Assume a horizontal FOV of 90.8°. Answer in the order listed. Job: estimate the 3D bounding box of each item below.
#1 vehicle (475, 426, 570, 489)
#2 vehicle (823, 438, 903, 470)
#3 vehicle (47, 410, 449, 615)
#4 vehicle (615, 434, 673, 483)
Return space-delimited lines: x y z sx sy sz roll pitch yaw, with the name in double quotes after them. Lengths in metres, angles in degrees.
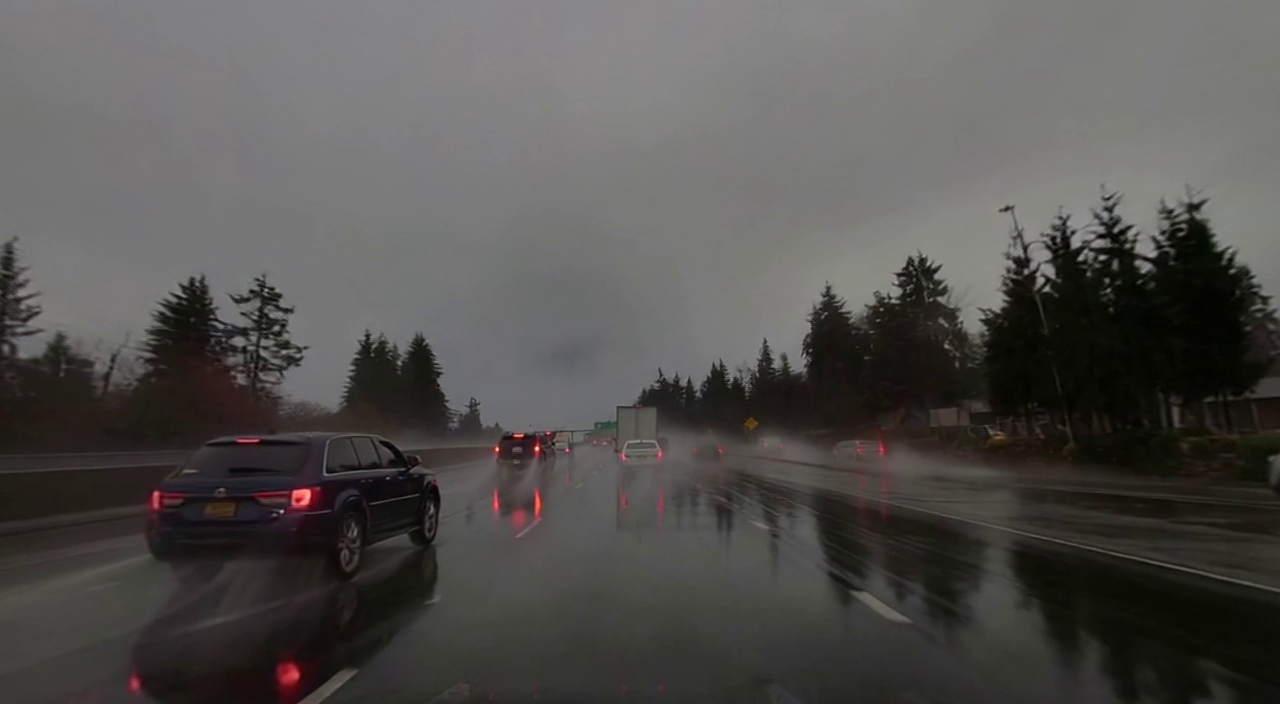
-4.018 3.743 22.702 2.301 1.944 5.482 0 -9 0 "vehicle"
11.088 5.108 31.810 1.905 1.490 4.826 1 -9 -5 "vehicle"
-3.837 1.626 7.259 1.988 1.668 4.021 0 -9 0 "vehicle"
0.114 4.133 24.746 2.063 1.703 4.203 0 -9 -1 "vehicle"
